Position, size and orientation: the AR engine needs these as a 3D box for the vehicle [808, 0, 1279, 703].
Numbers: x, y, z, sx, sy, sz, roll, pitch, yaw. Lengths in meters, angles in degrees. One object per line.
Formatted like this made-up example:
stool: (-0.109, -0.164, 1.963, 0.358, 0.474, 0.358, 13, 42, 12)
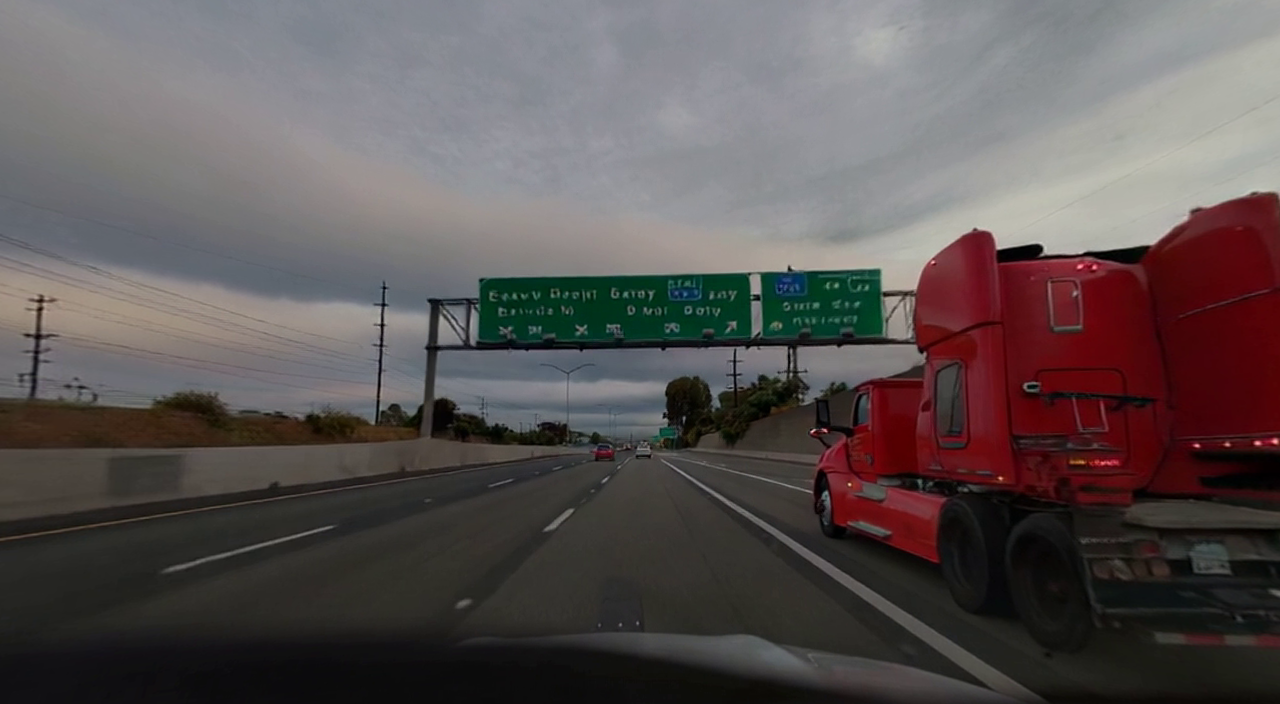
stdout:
vehicle: (4.052, 0.293, 6.246, 3.042, 4.037, 7.253, 0, -9, 3)
